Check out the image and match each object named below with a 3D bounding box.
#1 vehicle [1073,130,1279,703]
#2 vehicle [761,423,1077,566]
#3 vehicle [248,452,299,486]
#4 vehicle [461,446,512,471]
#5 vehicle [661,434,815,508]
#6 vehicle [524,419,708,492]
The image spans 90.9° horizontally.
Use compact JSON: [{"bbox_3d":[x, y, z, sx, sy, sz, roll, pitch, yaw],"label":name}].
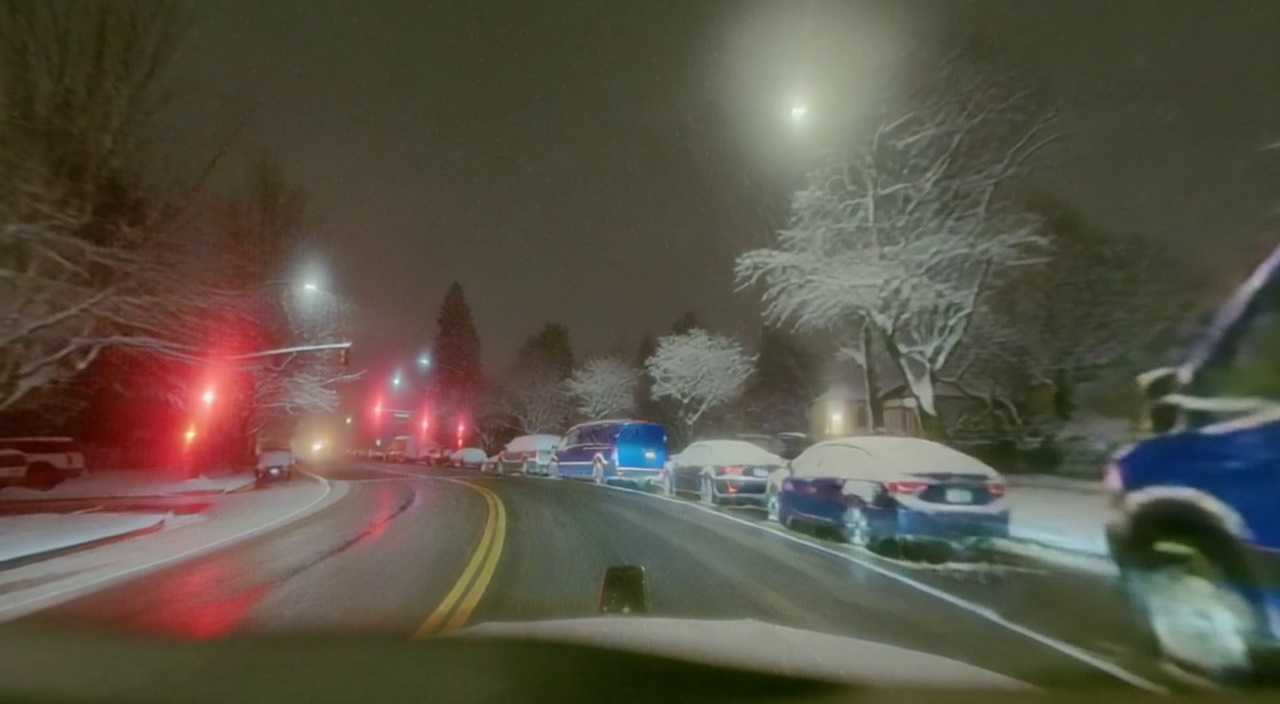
[{"bbox_3d":[4.244,-0.012,0.725,2.406,2.689,6.916,0,-8,-1],"label":"vehicle"},{"bbox_3d":[3.370,1.808,8.885,1.961,1.456,4.569,1,-8,-7],"label":"vehicle"},{"bbox_3d":[-18.620,5.862,31.953,1.950,1.489,4.214,4,-9,-33],"label":"vehicle"},{"bbox_3d":[-9.623,6.591,39.199,1.804,1.453,4.462,5,-10,-30],"label":"vehicle"},{"bbox_3d":[2.112,2.754,15.159,1.957,1.479,4.554,2,-9,-15],"label":"vehicle"},{"bbox_3d":[-1.520,4.018,24.813,3.041,2.164,10.370,2,-9,-27],"label":"vehicle"}]
